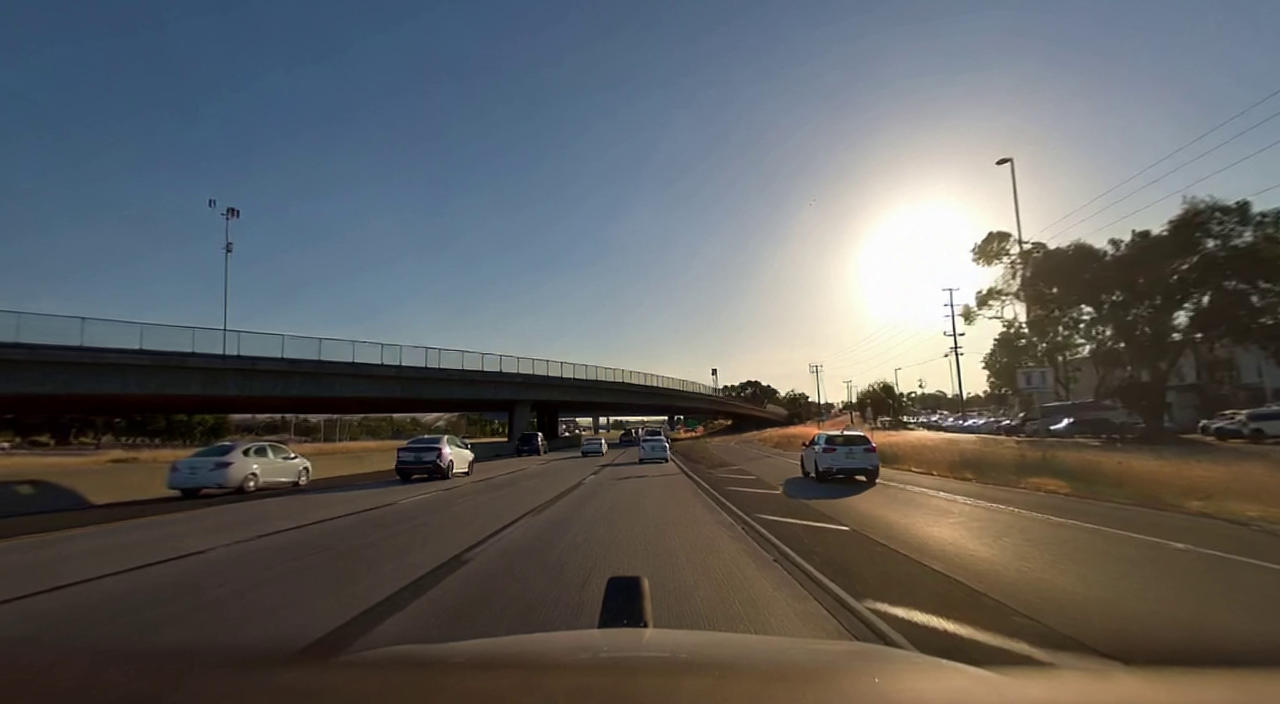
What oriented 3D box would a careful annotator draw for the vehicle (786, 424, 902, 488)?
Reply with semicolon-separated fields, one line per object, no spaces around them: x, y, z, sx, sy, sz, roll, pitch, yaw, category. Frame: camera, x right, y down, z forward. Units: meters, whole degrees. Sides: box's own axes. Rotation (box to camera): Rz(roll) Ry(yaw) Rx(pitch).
5.900;3.078;18.894;2.095;1.674;4.530;0;-9;2;vehicle

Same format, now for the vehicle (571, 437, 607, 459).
-3.376;6.498;42.739;2.056;1.405;4.273;0;-9;1;vehicle

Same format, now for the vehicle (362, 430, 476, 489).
-6.967;3.436;20.458;2.067;1.682;4.388;0;-9;1;vehicle

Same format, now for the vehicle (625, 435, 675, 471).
0.425;4.582;28.785;2.145;1.493;4.146;0;-9;0;vehicle

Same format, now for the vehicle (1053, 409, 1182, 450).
18.821;3.141;25.176;1.849;1.496;4.424;0;-9;3;vehicle

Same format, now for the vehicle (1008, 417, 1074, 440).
27.337;5.287;43.176;1.835;1.438;4.615;-1;-9;5;vehicle

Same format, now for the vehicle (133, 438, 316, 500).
-11.283;3.180;17.640;1.858;1.491;4.734;0;-9;1;vehicle
